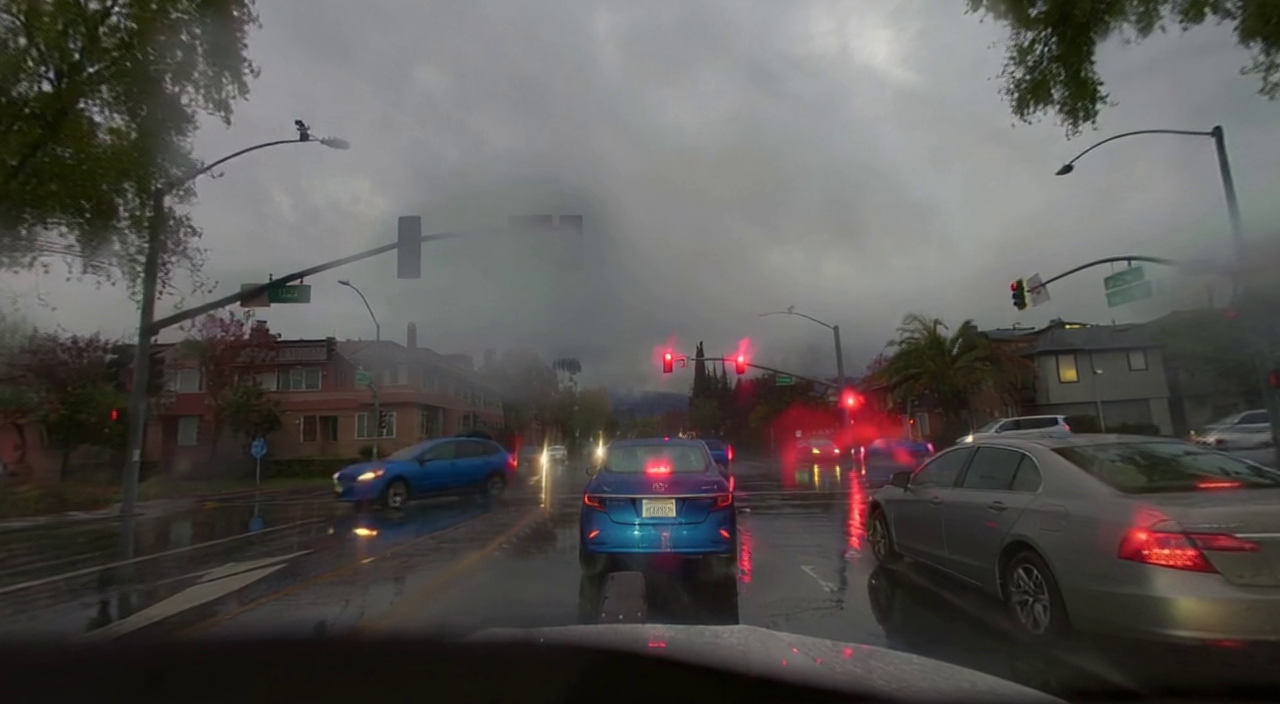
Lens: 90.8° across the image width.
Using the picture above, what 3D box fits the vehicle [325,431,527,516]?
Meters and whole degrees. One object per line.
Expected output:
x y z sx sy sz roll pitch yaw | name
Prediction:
-5.171 2.988 16.109 1.988 1.799 4.789 -5 -10 27 | vehicle

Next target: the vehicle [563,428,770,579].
0.302 1.821 8.330 2.090 1.505 3.756 -1 -9 1 | vehicle

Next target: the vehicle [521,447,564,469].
-6.924 7.583 45.294 2.093 1.476 4.278 -1 -9 4 | vehicle

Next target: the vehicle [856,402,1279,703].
3.654 1.336 5.430 1.888 1.486 4.681 0 -9 -1 | vehicle
